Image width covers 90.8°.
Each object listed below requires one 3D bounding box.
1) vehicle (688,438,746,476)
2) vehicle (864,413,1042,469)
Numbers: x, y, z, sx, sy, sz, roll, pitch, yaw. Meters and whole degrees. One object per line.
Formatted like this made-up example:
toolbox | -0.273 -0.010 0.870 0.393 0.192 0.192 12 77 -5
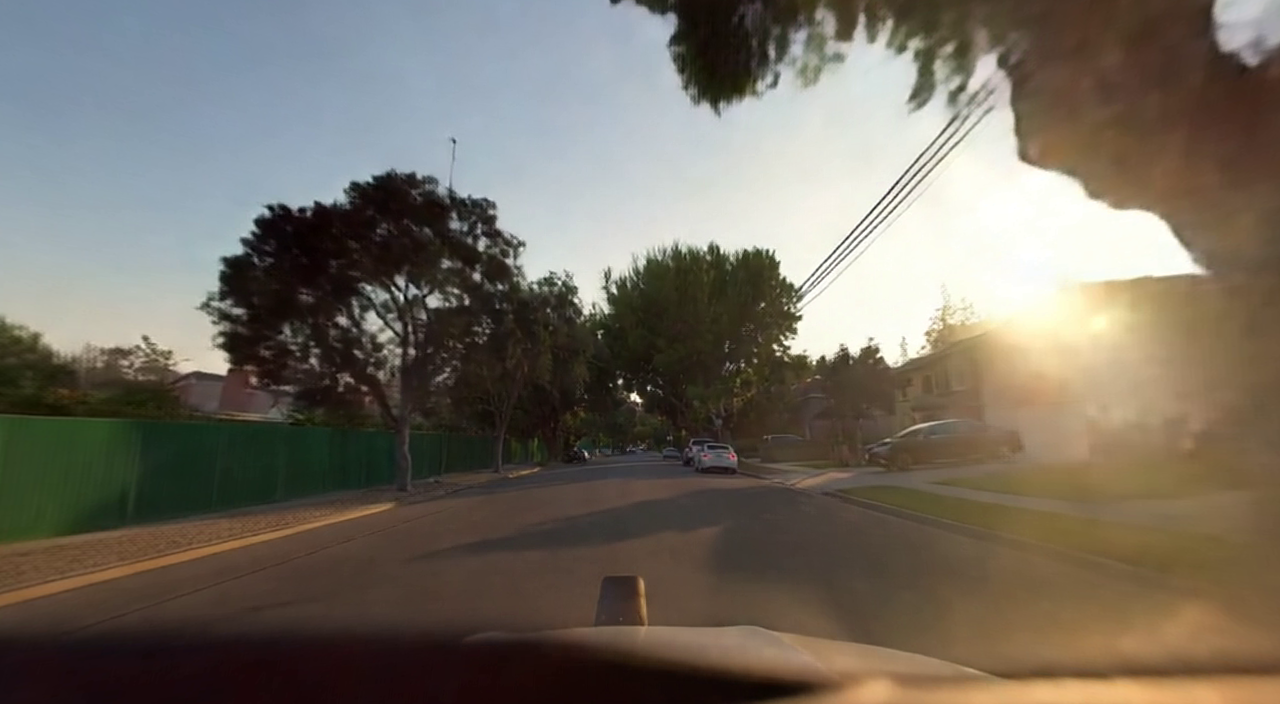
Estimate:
vehicle | 3.583 4.997 30.314 2.122 1.673 4.876 0 -9 0
vehicle | 10.880 3.122 22.284 5.046 1.800 2.201 -1 -8 0
